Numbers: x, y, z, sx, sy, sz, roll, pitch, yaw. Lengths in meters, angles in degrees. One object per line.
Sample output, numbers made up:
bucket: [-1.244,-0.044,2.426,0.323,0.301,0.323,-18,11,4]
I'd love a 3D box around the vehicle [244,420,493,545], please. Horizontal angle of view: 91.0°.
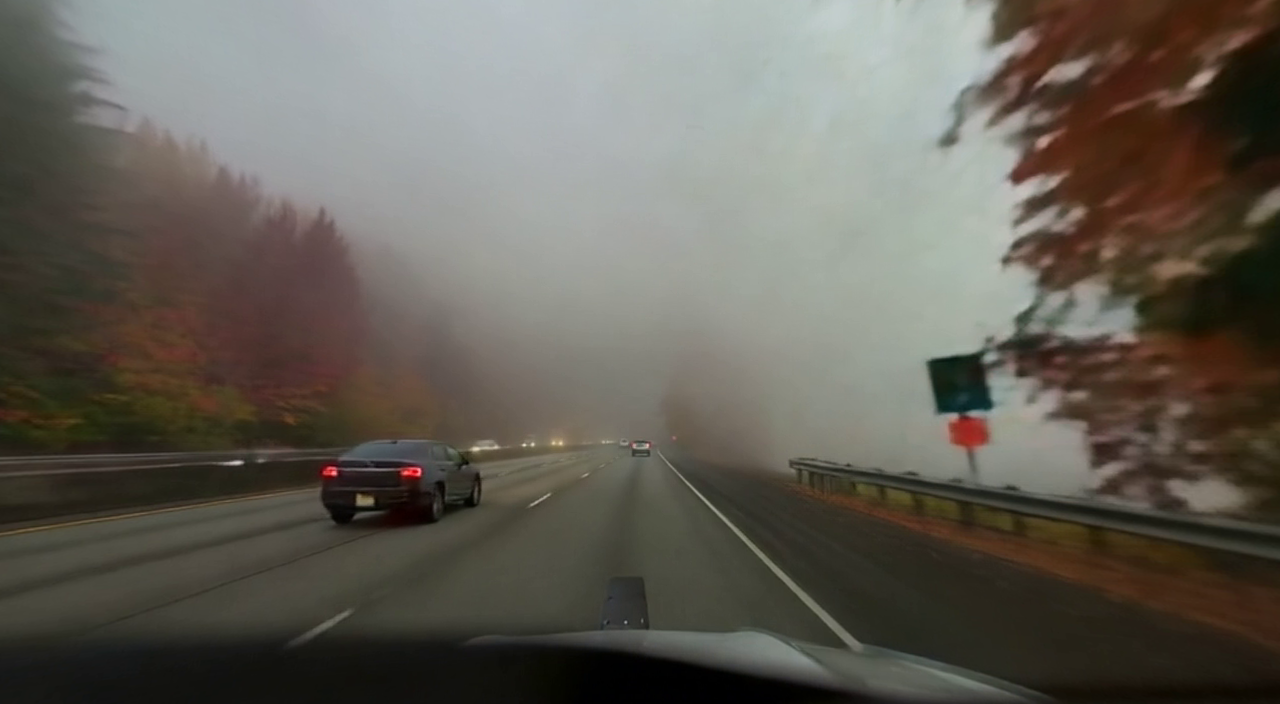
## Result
vehicle: [-4.161,2.068,10.687,2.123,1.643,4.479,0,-8,1]

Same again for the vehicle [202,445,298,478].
vehicle: [-19.319,5.405,31.414,1.837,1.512,4.467,0,-8,1]
